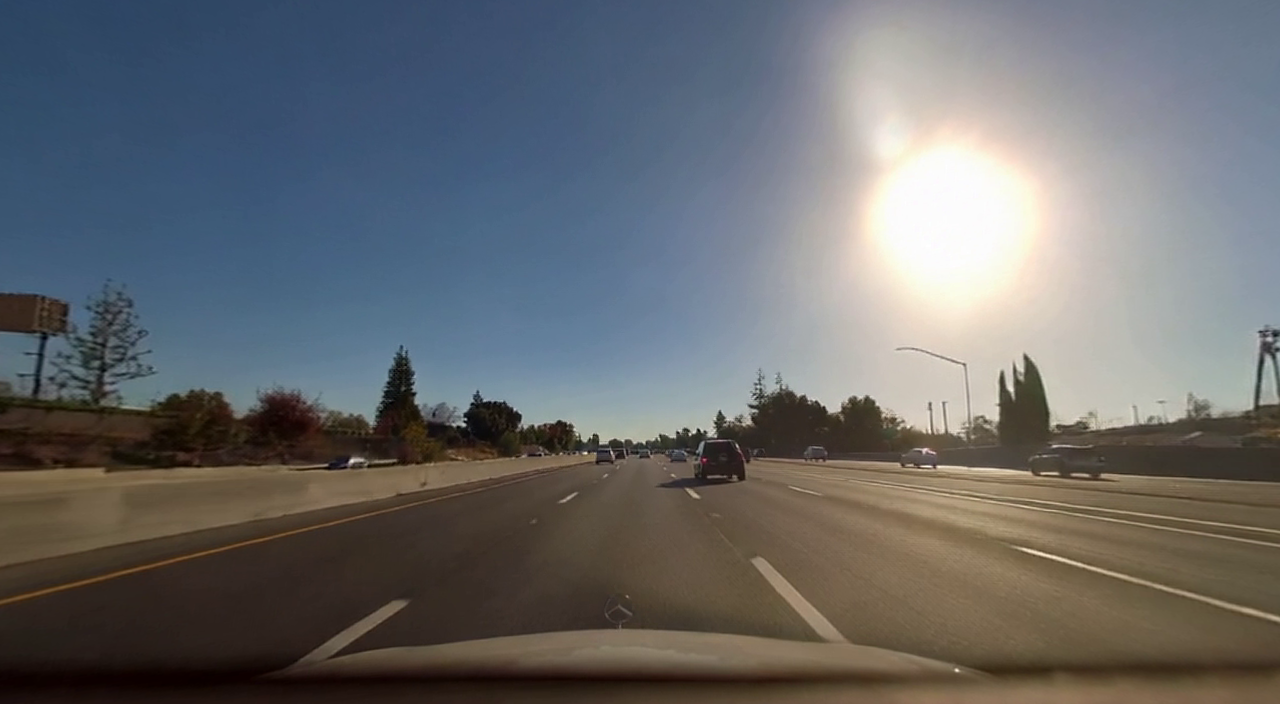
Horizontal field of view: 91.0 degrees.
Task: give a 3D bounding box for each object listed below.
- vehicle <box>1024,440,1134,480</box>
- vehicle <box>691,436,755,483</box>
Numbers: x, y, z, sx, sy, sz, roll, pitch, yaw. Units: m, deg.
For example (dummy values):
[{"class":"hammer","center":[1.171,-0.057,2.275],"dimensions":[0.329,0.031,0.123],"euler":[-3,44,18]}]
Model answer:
[{"class":"vehicle","center":[21.082,5.195,30.526],"dimensions":[2.116,1.754,4.727],"euler":[0,-9,3]},{"class":"vehicle","center":[3.401,4.524,26.812],"dimensions":[2.147,1.794,4.538],"euler":[0,-9,0]}]
